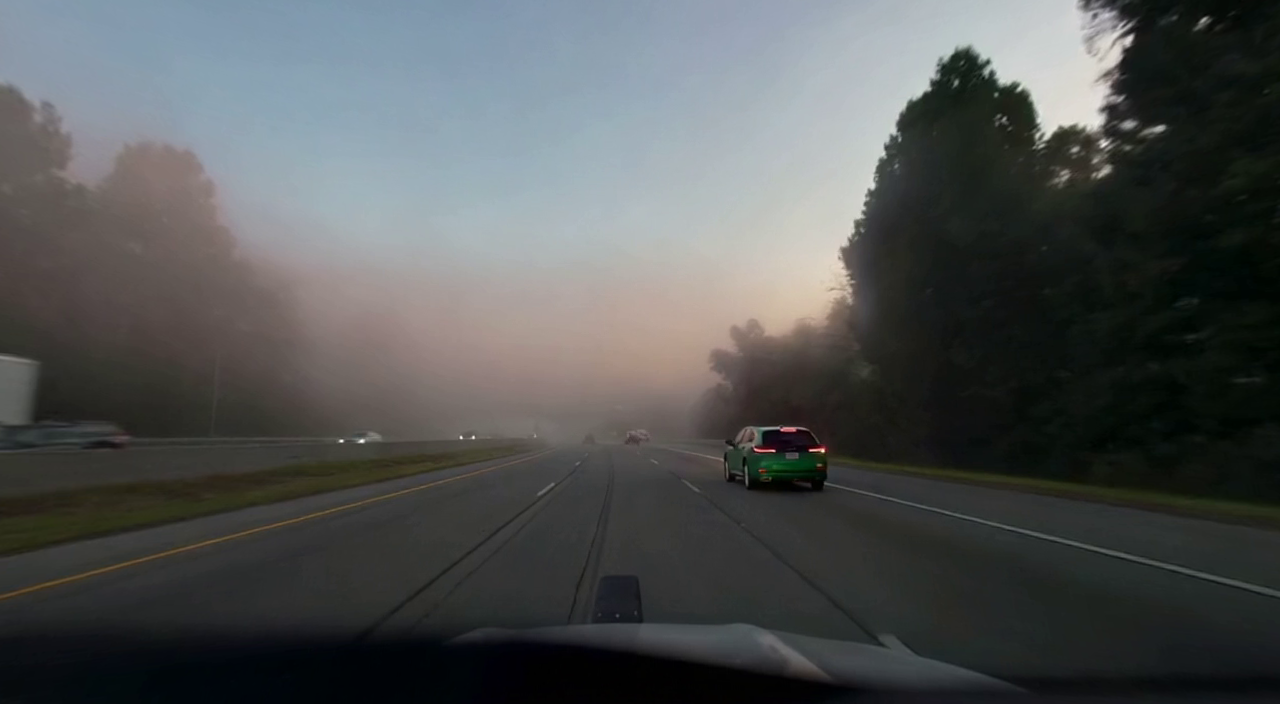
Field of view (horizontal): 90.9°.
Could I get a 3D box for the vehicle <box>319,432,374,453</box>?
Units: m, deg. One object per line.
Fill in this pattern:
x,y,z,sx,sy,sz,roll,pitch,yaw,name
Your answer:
-21.488,6.648,46.268,1.908,1.466,4.672,0,-8,-2,vehicle

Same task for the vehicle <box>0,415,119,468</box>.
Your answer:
-20.138,2.980,20.926,1.880,1.575,4.514,0,-8,-2,vehicle

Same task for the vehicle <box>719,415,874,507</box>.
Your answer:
3.126,2.286,13.668,2.107,1.642,4.331,0,-8,-2,vehicle
